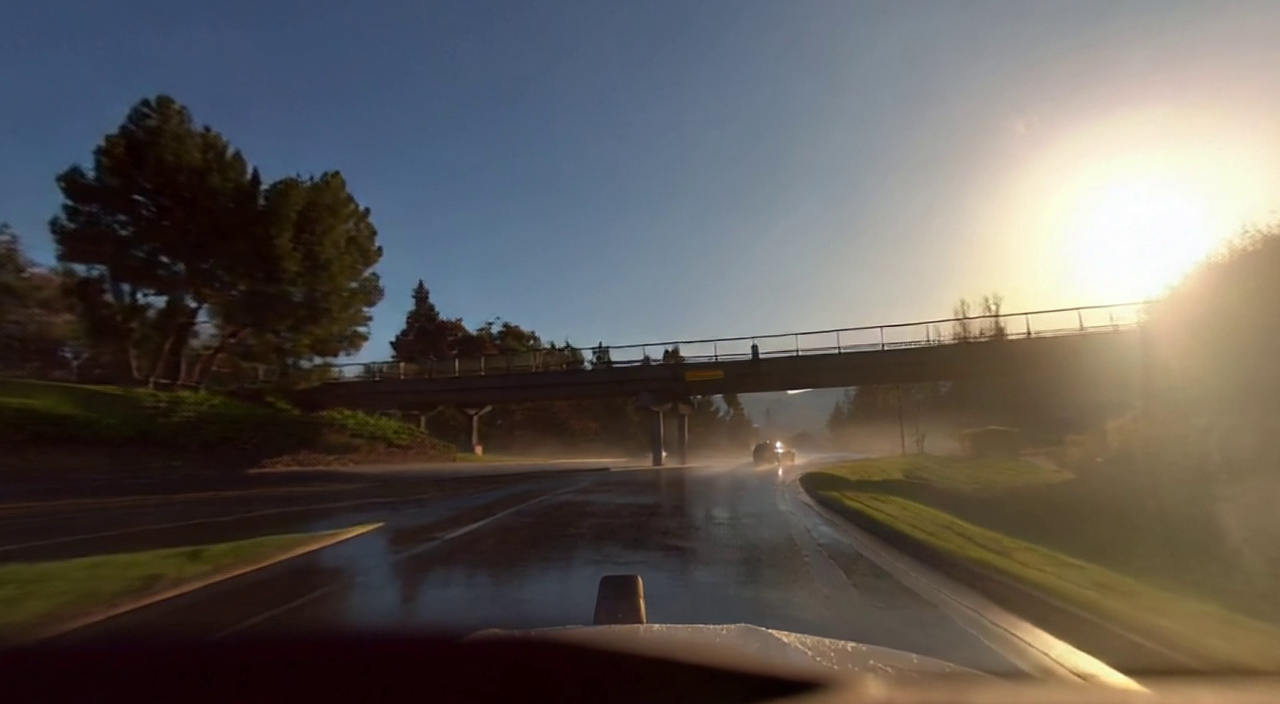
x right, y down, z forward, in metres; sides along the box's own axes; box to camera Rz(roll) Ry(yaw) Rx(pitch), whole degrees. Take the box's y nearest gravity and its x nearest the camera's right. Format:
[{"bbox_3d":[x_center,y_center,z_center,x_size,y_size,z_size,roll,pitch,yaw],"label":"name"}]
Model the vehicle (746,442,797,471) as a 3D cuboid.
[{"bbox_3d":[6.971,5.489,33.115,1.980,1.449,3.650,-4,-10,21],"label":"vehicle"}]
